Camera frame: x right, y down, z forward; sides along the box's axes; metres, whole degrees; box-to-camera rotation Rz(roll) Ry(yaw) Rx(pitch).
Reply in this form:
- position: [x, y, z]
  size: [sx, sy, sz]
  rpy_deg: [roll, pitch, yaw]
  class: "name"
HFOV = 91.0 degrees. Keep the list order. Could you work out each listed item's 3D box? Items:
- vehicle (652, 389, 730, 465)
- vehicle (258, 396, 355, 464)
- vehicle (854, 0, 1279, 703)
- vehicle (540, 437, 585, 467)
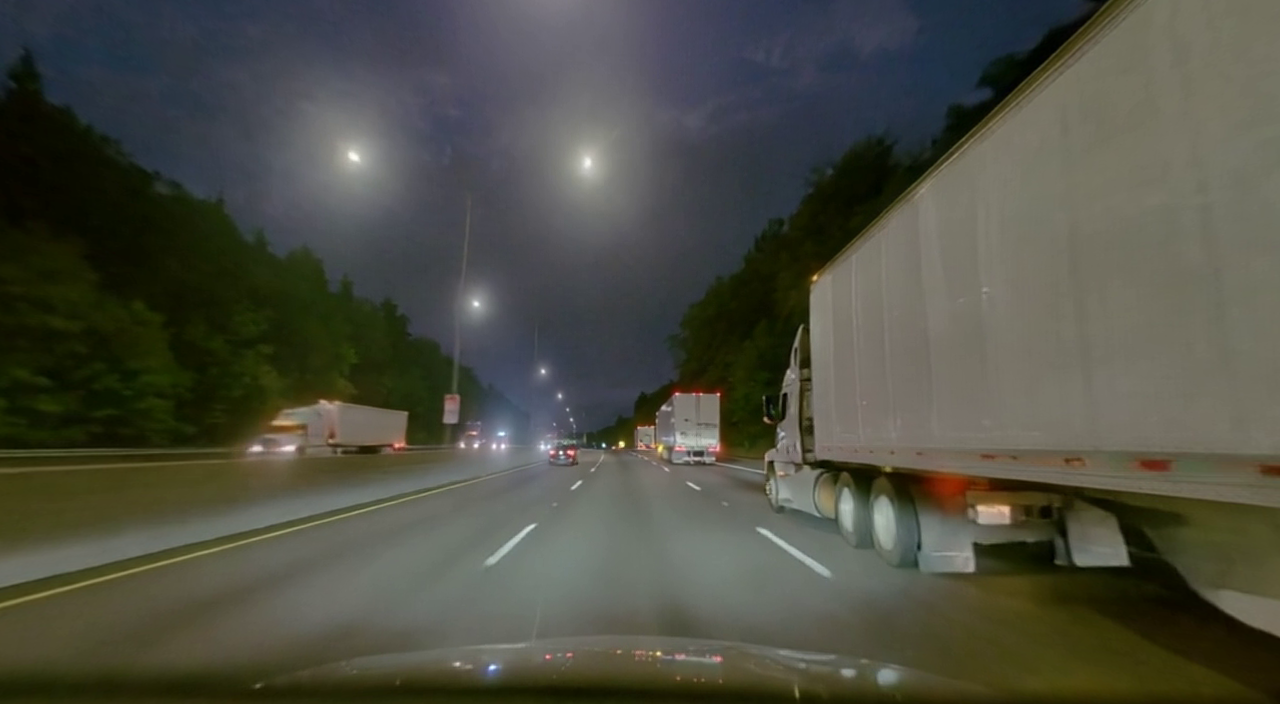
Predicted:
- position: [2.814, 4.940, 40.180]
  size: [3.116, 3.992, 13.748]
  rpy_deg: [0, -8, -3]
  class: "vehicle"
- position: [-21.197, 5.049, 40.434]
  size: [3.076, 3.983, 5.823]
  rpy_deg: [0, -8, -3]
  class: "vehicle"
- position: [3.933, -0.080, 3.784]
  size: [3.110, 3.921, 5.793]
  rpy_deg: [0, -8, 0]
  class: "vehicle"
- position: [-4.432, 5.769, 36.559]
  size: [2.206, 1.644, 4.027]
  rpy_deg: [0, -8, -1]
  class: "vehicle"
